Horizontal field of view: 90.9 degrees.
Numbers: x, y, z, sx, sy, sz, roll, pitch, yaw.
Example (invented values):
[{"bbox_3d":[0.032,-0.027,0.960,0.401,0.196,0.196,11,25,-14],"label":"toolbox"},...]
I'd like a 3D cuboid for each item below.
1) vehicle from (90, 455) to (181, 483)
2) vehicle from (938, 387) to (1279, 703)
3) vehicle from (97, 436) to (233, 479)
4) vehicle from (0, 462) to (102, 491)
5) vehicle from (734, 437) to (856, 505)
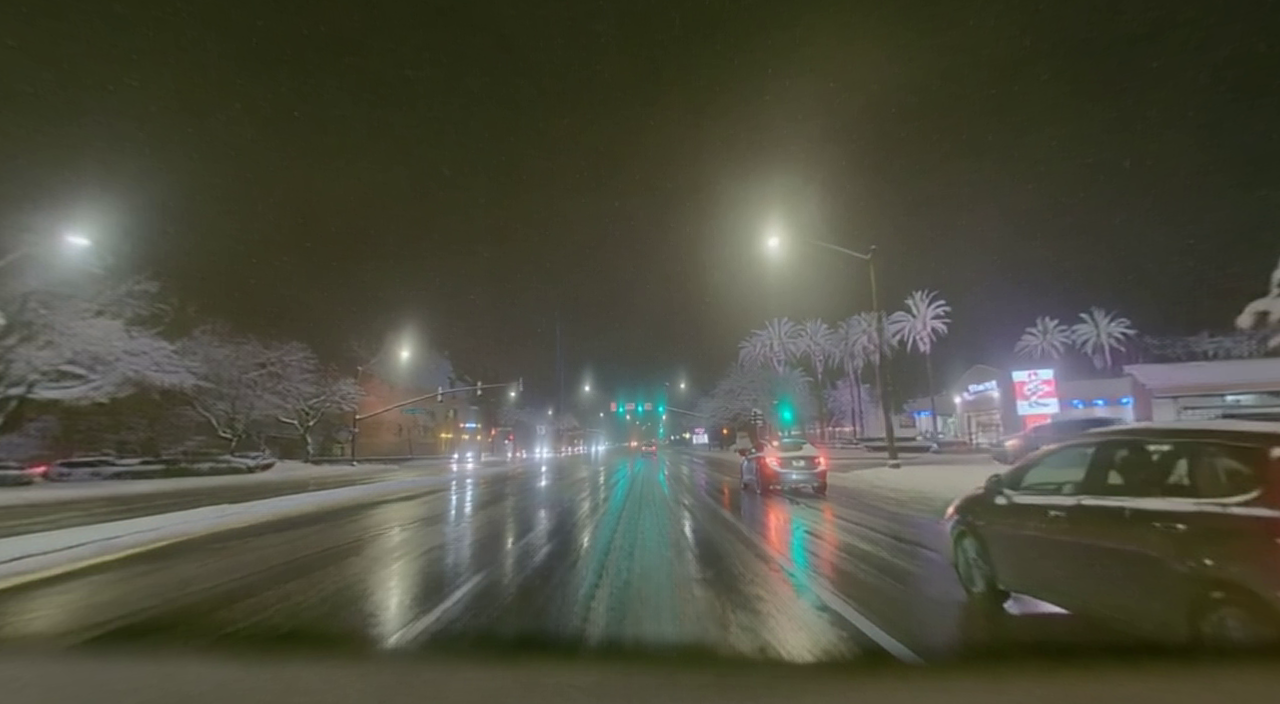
[{"bbox_3d":[-29.486,6.828,37.035,1.966,1.430,4.309,0,-9,-4],"label":"vehicle"},{"bbox_3d":[3.660,1.055,3.568,1.931,1.534,4.126,0,-8,0],"label":"vehicle"},{"bbox_3d":[-30.781,6.839,40.994,7.019,2.687,2.419,-1,-8,4],"label":"vehicle"},{"bbox_3d":[-31.413,6.611,33.645,1.703,1.328,4.065,0,-8,1],"label":"vehicle"},{"bbox_3d":[3.732,2.947,16.143,1.870,1.467,4.800,0,-8,0],"label":"vehicle"}]
